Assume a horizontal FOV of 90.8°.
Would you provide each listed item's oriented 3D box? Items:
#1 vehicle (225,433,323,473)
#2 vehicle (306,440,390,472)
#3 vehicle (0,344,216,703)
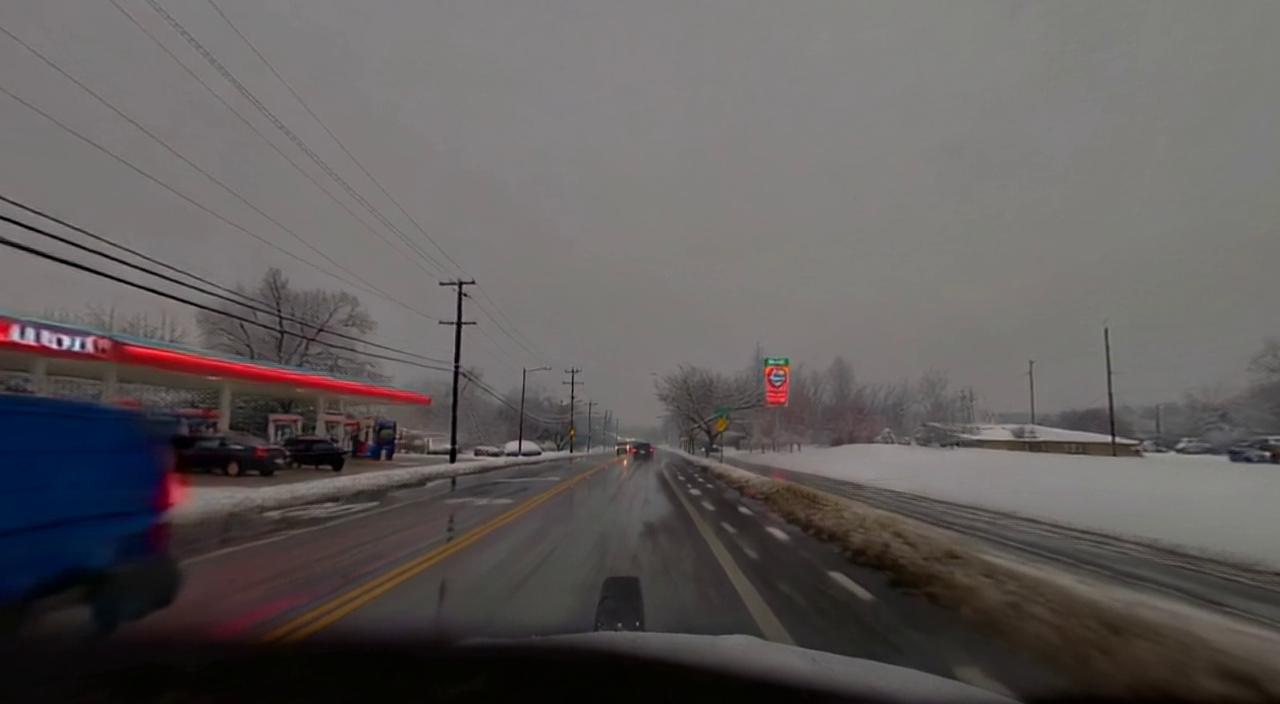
[{"bbox_3d":[-17.169,4.726,29.910,1.928,1.708,4.344,0,-8,1],"label":"vehicle"},{"bbox_3d":[-14.058,5.011,30.769,1.947,1.435,4.606,0,-8,-1],"label":"vehicle"},{"bbox_3d":[-4.157,0.752,1.962,2.274,1.844,4.843,0,-8,0],"label":"vehicle"}]
